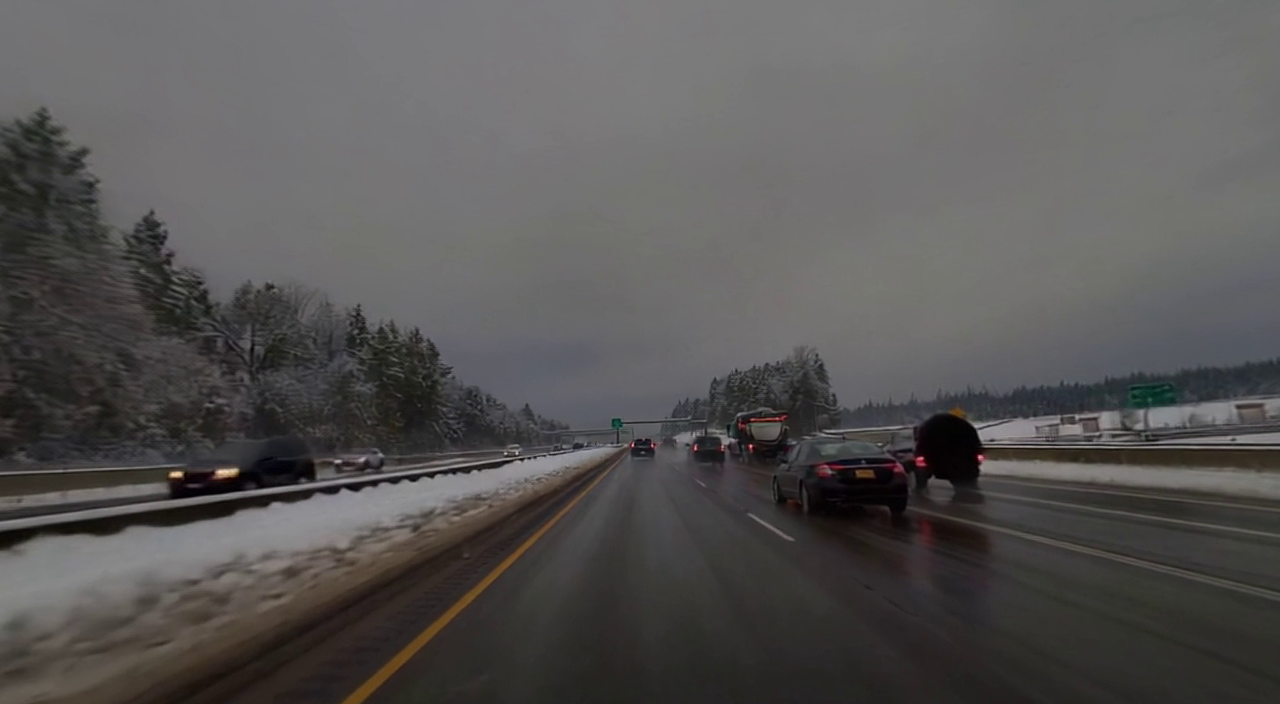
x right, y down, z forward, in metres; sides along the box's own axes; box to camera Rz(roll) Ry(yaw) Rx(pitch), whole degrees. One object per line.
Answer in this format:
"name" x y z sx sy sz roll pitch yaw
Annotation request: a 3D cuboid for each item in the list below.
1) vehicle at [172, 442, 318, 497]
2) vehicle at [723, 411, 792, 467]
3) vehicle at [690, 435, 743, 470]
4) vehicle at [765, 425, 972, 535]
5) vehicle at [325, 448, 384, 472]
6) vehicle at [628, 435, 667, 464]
"vehicle" -13.471 3.993 21.847 1.987 1.671 4.600 0 -8 1
"vehicle" 7.972 6.147 44.124 3.049 3.525 9.248 0 -8 0
"vehicle" 3.826 5.127 32.197 2.084 1.668 4.511 0 -8 -1
"vehicle" 3.629 2.108 11.044 1.888 1.501 4.608 0 -8 0
"vehicle" -20.510 7.765 45.305 1.942 1.613 4.648 0 -8 1
"vehicle" 0.465 6.117 39.492 2.313 1.736 4.215 0 -8 1
